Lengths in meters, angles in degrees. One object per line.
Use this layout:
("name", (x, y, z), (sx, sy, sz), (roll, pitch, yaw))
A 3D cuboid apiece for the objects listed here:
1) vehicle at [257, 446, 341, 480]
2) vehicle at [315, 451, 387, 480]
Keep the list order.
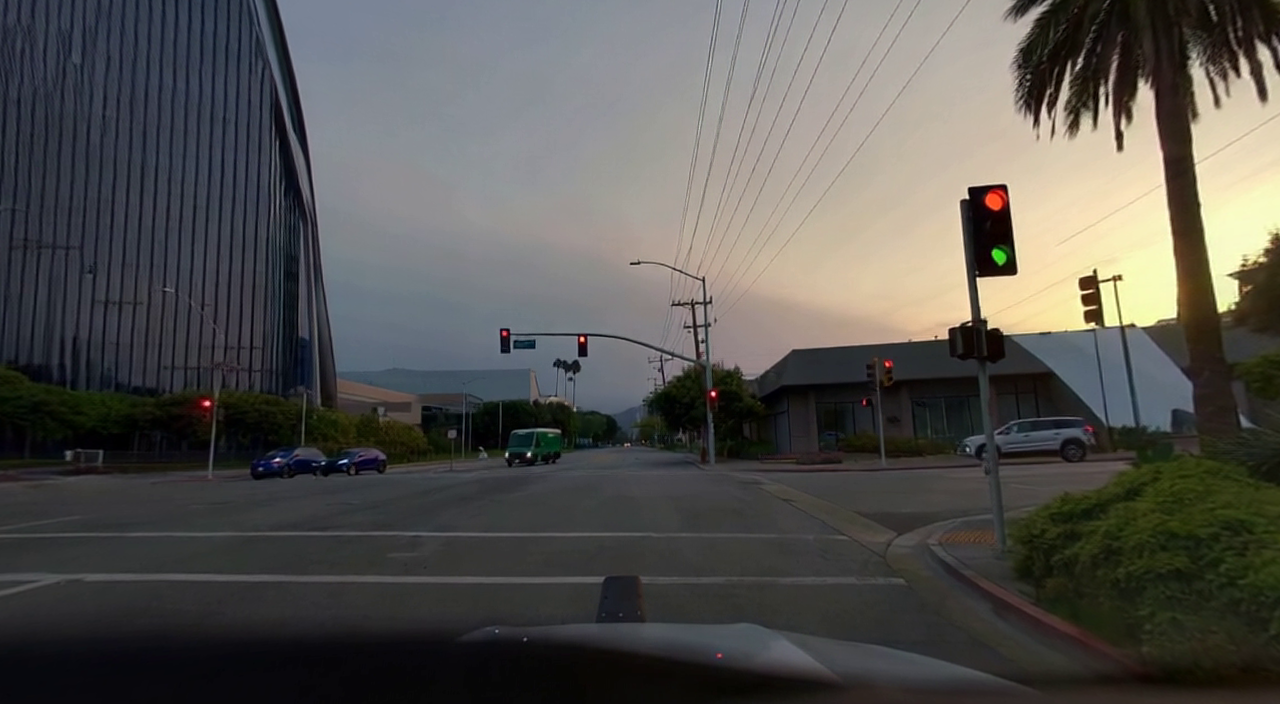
("vehicle", (-19.062, 6.208, 35.501), (2.017, 1.739, 4.569), (0, -9, 2))
("vehicle", (-15.344, 6.023, 33.684), (1.875, 1.389, 3.784), (0, -9, 3))
